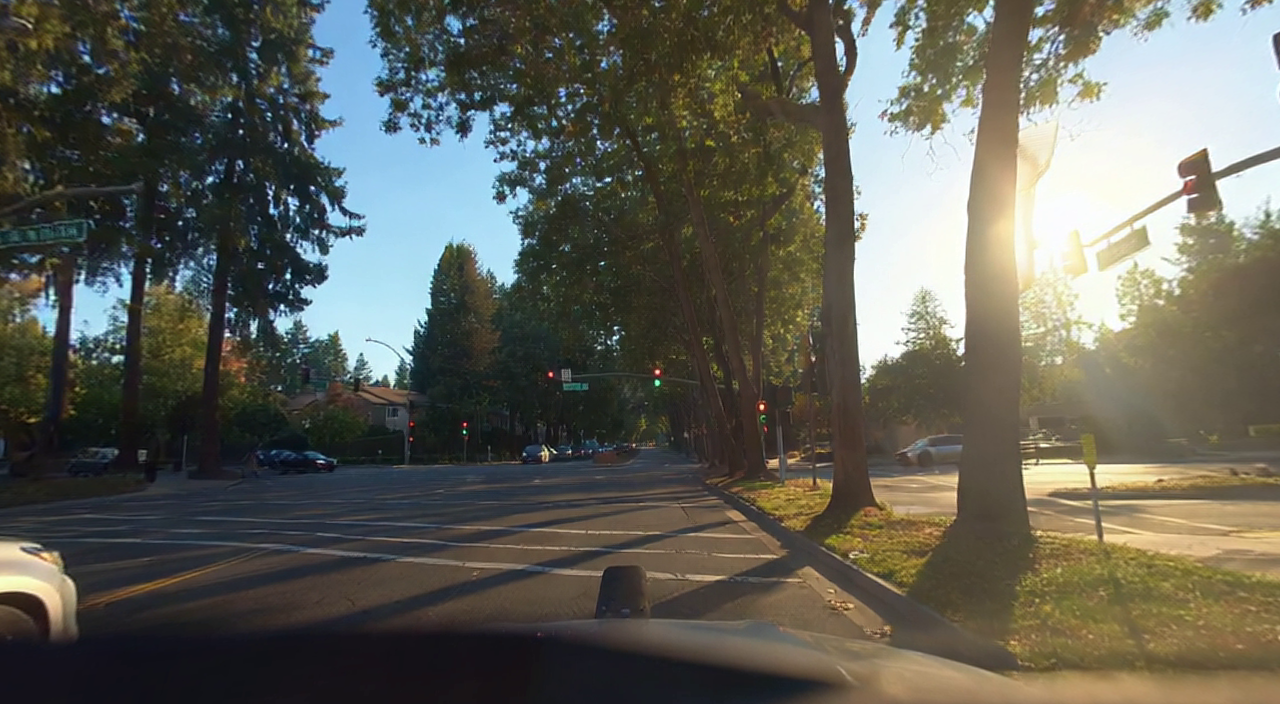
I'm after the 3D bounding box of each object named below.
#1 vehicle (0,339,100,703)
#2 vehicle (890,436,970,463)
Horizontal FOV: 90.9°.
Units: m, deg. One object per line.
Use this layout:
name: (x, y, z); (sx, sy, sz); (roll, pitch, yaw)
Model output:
vehicle: (-3.266, 0.533, 0.407); (1.954, 1.689, 4.347); (0, -8, 0)
vehicle: (16.274, 5.499, 35.533); (3.952, 1.468, 1.768); (-4, -9, 22)
